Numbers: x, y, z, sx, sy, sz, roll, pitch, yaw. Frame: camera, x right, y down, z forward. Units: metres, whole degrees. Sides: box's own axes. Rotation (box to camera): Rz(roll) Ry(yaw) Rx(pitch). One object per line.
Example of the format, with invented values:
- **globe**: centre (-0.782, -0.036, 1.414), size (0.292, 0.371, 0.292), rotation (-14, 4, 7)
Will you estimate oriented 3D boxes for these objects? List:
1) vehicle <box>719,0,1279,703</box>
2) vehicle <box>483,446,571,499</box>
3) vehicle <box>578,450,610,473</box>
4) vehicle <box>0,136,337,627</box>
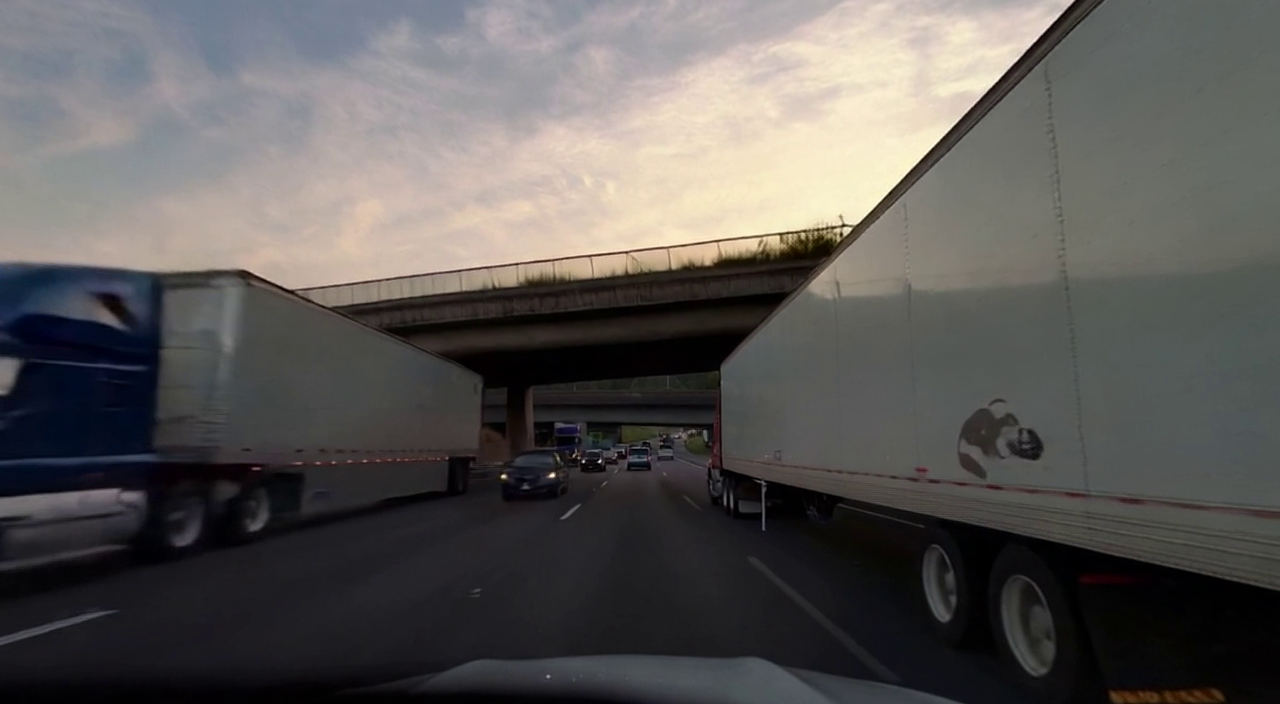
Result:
- **vehicle**: centre (3.356, 0.510, 7.383), size (2.845, 4.071, 14.008), rotation (0, -9, -1)
- **vehicle**: centre (-3.677, 3.999, 21.378), size (2.088, 1.589, 4.464), rotation (0, -9, 1)
- **vehicle**: centre (-3.313, 8.005, 46.182), size (1.949, 1.555, 3.888), rotation (0, -9, 1)
- **vehicle**: centre (-6.741, 0.629, 7.699), size (3.004, 3.974, 5.891), rotation (0, -9, 0)
